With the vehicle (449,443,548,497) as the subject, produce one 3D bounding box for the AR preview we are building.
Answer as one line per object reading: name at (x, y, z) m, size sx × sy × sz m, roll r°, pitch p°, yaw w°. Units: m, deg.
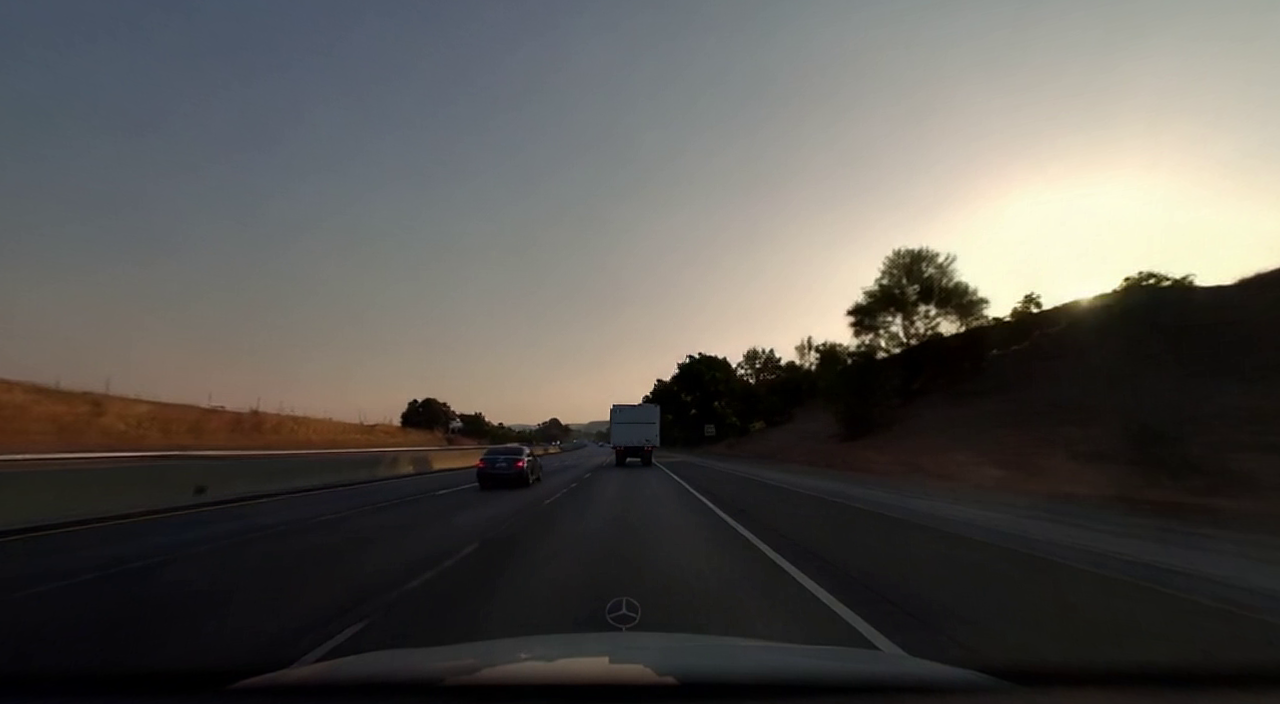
vehicle at (-4.257, 3.638, 19.893) m, size 1.892 × 1.471 × 5.047 m, roll 0°, pitch -9°, yaw 1°
